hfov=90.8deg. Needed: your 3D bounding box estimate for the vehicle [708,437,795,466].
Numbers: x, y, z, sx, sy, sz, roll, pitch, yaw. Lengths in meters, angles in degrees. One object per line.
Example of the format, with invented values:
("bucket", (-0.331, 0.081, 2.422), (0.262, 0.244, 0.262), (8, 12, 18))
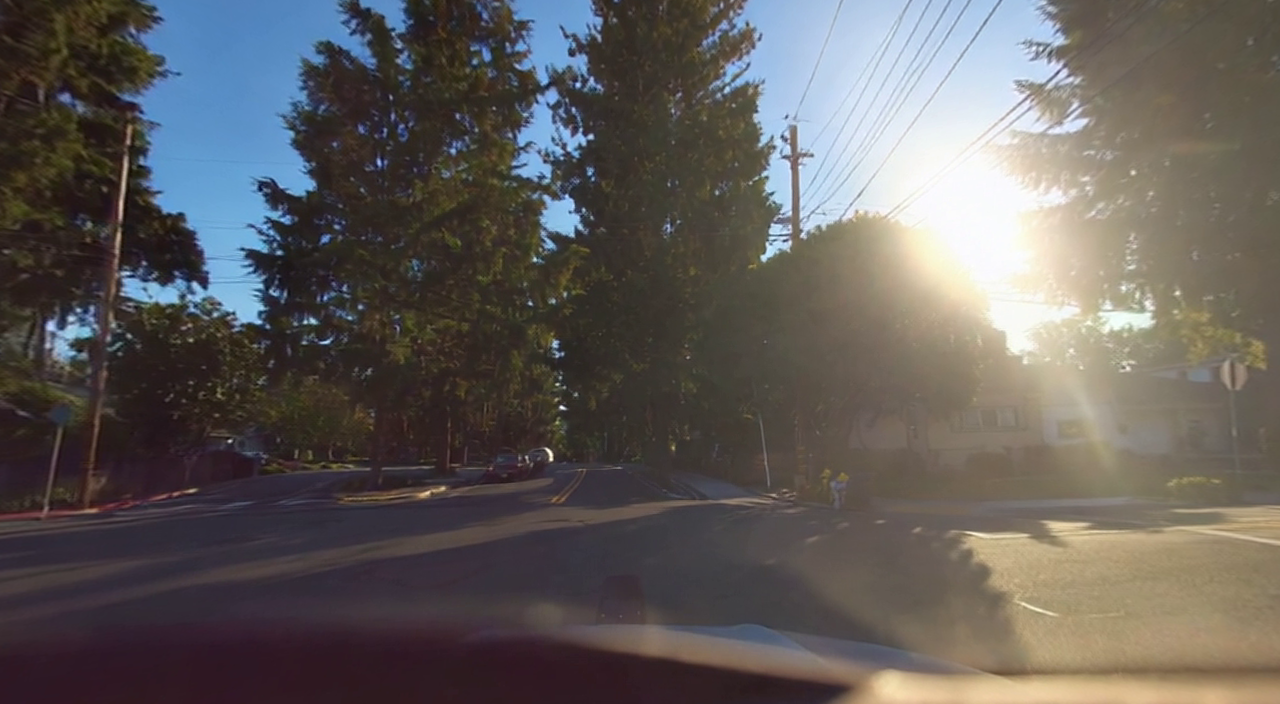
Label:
("vehicle", (6.683, 6.005, 38.286), (4.784, 1.647, 1.947), (1, -8, -6))
